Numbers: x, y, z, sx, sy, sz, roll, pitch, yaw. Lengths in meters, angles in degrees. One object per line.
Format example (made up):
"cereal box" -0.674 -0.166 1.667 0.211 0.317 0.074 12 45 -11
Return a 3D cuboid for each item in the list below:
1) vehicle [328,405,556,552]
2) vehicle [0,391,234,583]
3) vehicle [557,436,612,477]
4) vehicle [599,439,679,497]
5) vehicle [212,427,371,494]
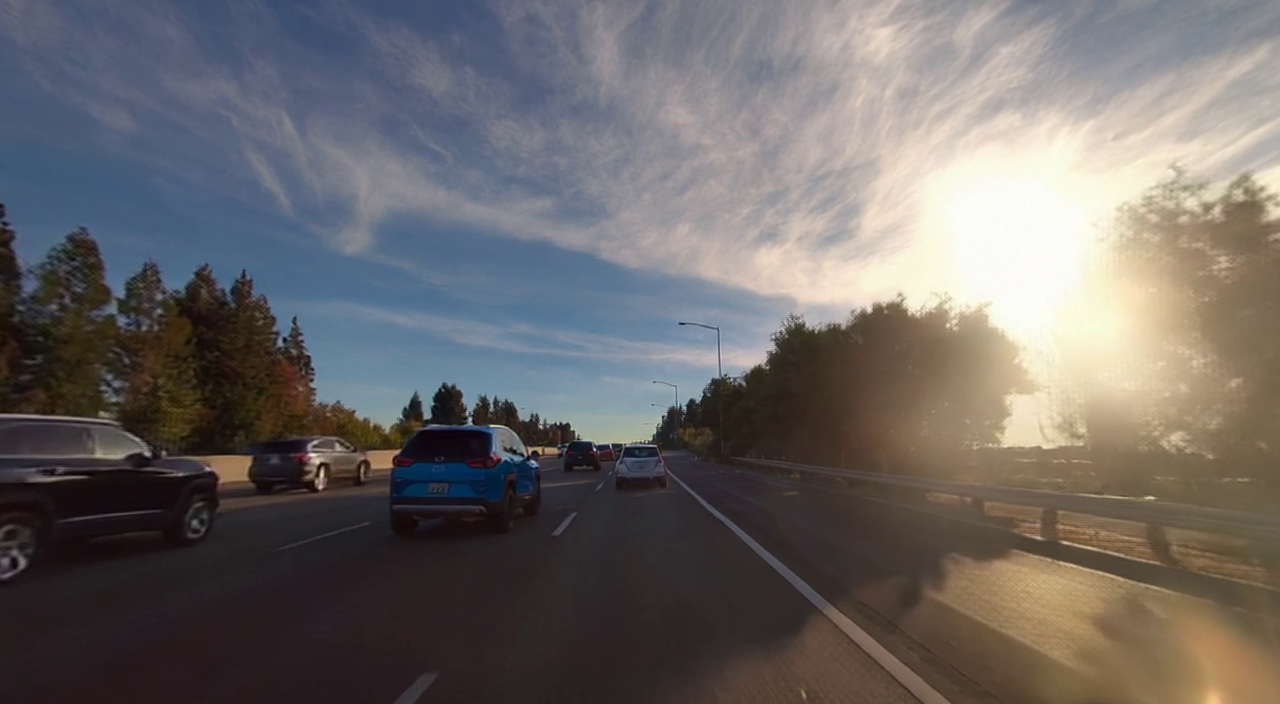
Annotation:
"vehicle" -2.725 1.877 9.903 2.123 1.798 4.108 0 -9 2
"vehicle" -7.214 1.451 7.049 2.162 1.823 4.566 0 -9 1
"vehicle" -2.520 4.892 29.688 2.125 1.771 4.721 0 -9 0
"vehicle" -0.067 3.327 18.373 2.068 1.488 4.045 0 -9 -1
"vehicle" -10.275 3.236 19.094 2.011 1.751 4.712 0 -9 1
